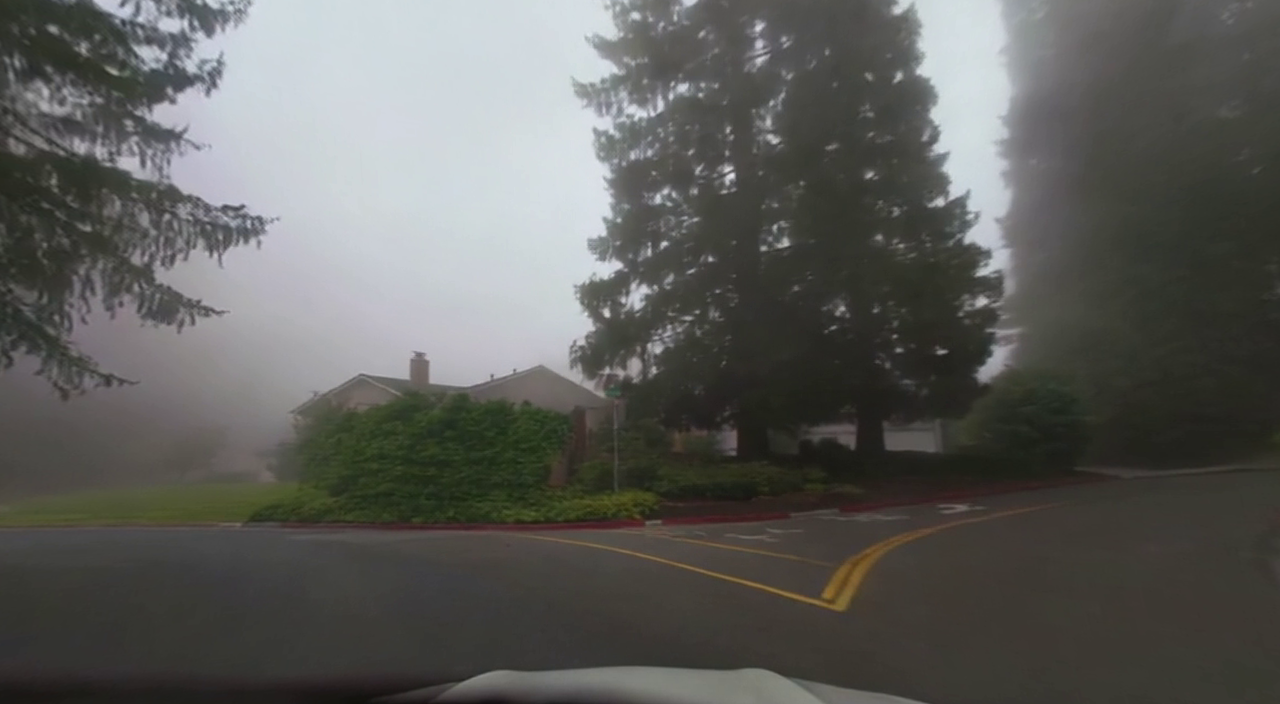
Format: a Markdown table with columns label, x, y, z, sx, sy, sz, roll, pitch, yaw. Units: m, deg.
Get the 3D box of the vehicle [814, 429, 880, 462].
| label | x | y | z | sx | sy | sz | roll | pitch | yaw |
| --- | --- | --- | --- | --- | --- | --- | --- | --- | --- |
| vehicle | 10.332 | 4.707 | 31.735 | 1.802 | 1.548 | 3.501 | 0 | -9 | -5 |
